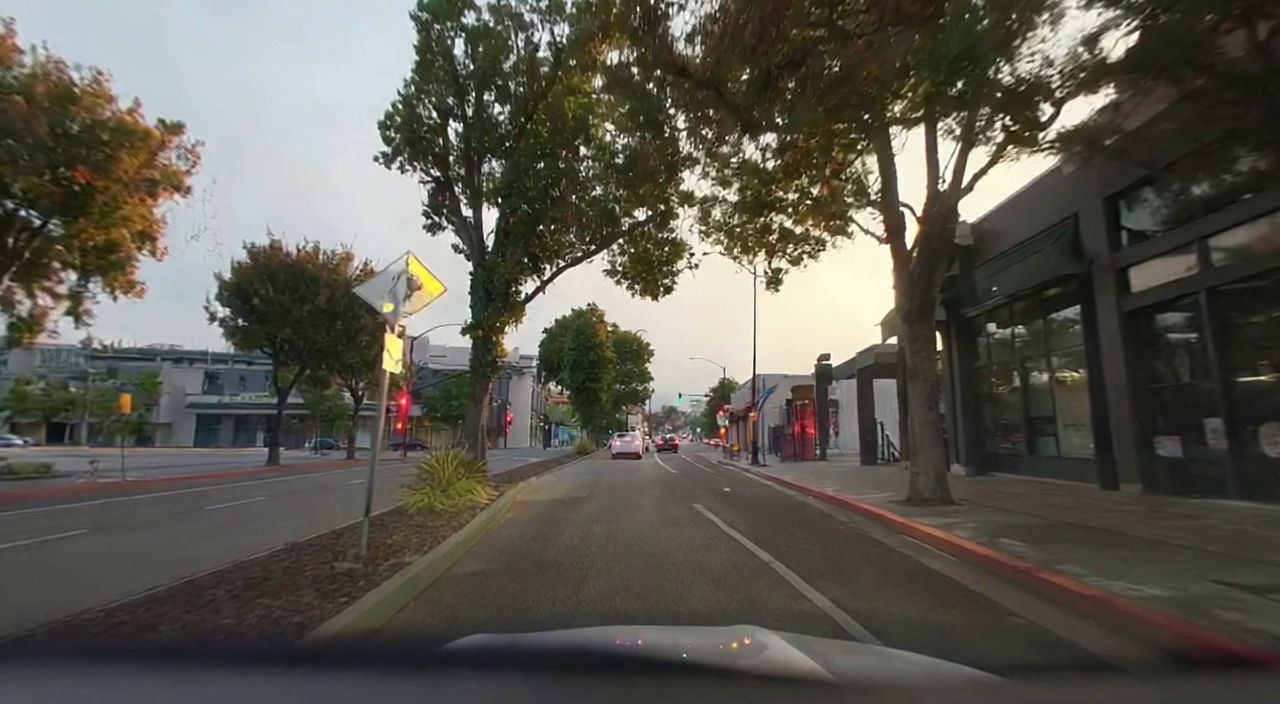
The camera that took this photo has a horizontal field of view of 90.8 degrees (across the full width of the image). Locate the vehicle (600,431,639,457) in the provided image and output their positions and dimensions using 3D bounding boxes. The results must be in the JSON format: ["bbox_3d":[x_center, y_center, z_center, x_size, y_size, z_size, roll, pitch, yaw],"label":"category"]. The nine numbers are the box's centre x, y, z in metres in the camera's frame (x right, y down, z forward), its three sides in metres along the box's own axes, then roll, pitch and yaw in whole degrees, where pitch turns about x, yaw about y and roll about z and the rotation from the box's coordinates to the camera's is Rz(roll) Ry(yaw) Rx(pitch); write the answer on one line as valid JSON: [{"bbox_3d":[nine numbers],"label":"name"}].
[{"bbox_3d":[-1.205,5.690,38.975,2.173,1.479,4.264,0,-9,2],"label":"vehicle"}]
